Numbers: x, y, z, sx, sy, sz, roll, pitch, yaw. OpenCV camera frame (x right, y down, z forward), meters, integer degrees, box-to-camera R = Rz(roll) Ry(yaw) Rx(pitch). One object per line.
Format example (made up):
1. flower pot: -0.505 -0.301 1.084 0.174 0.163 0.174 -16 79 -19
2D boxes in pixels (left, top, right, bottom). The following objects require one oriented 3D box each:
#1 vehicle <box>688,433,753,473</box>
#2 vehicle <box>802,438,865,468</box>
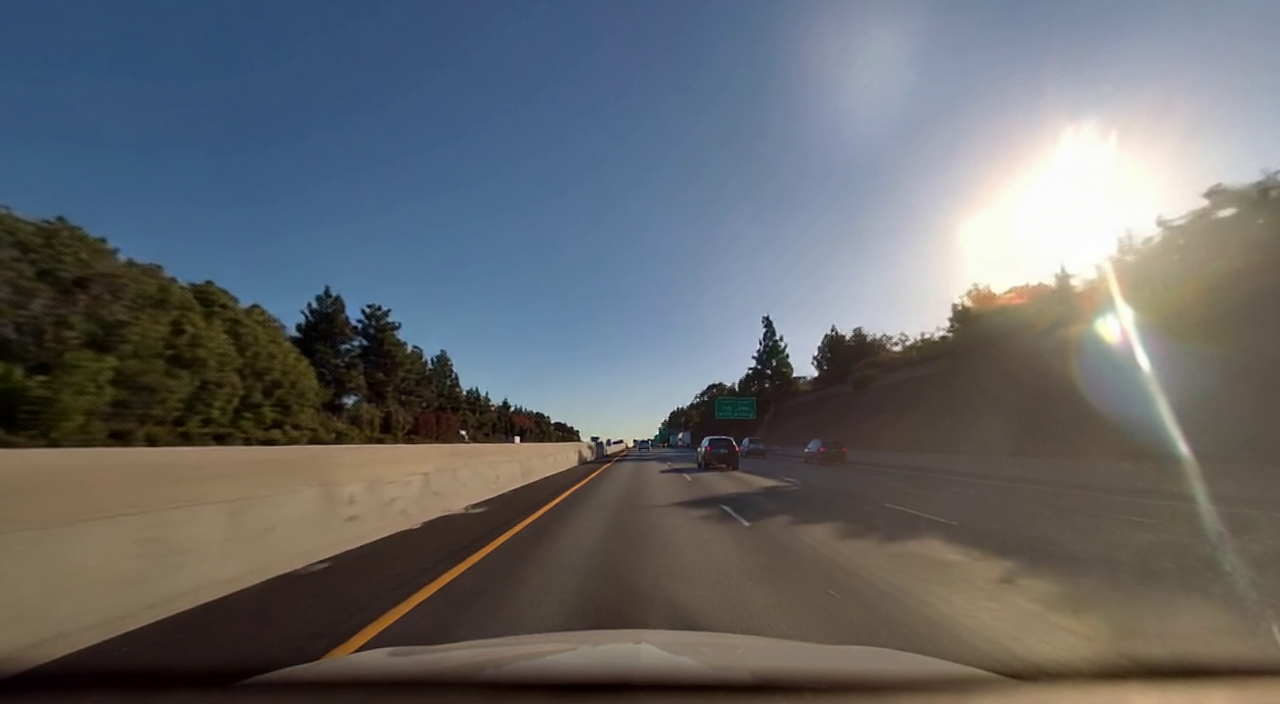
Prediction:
1. vehicle: 3.517 4.506 28.335 2.326 1.644 4.206 0 -8 -1
2. vehicle: 10.445 5.483 34.409 1.970 1.479 4.480 0 -8 0
